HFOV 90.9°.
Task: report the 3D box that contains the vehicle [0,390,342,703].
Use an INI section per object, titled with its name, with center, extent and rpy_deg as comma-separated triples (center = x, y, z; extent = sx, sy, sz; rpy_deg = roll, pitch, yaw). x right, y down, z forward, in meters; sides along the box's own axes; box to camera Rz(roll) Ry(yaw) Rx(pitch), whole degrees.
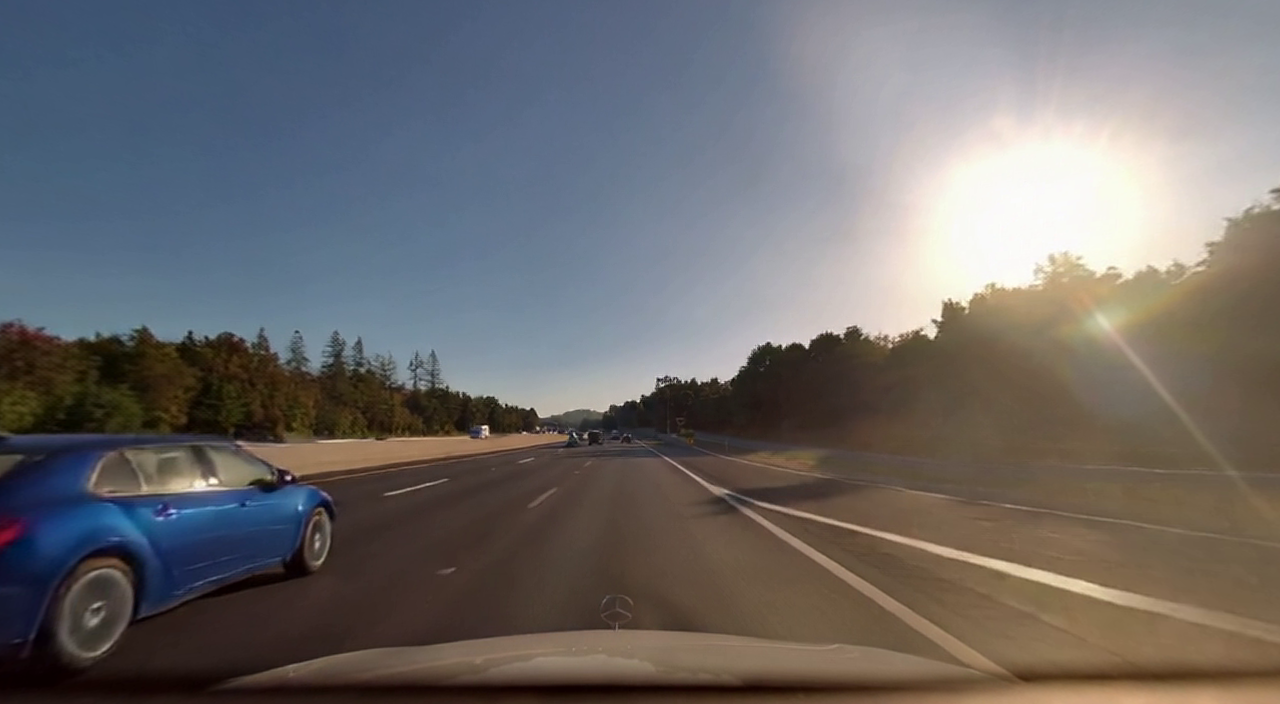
[vehicle]
center = -3.743, 1.044, 3.568
extent = 2.026, 1.517, 4.325
rpy_deg = 0, -8, -1
